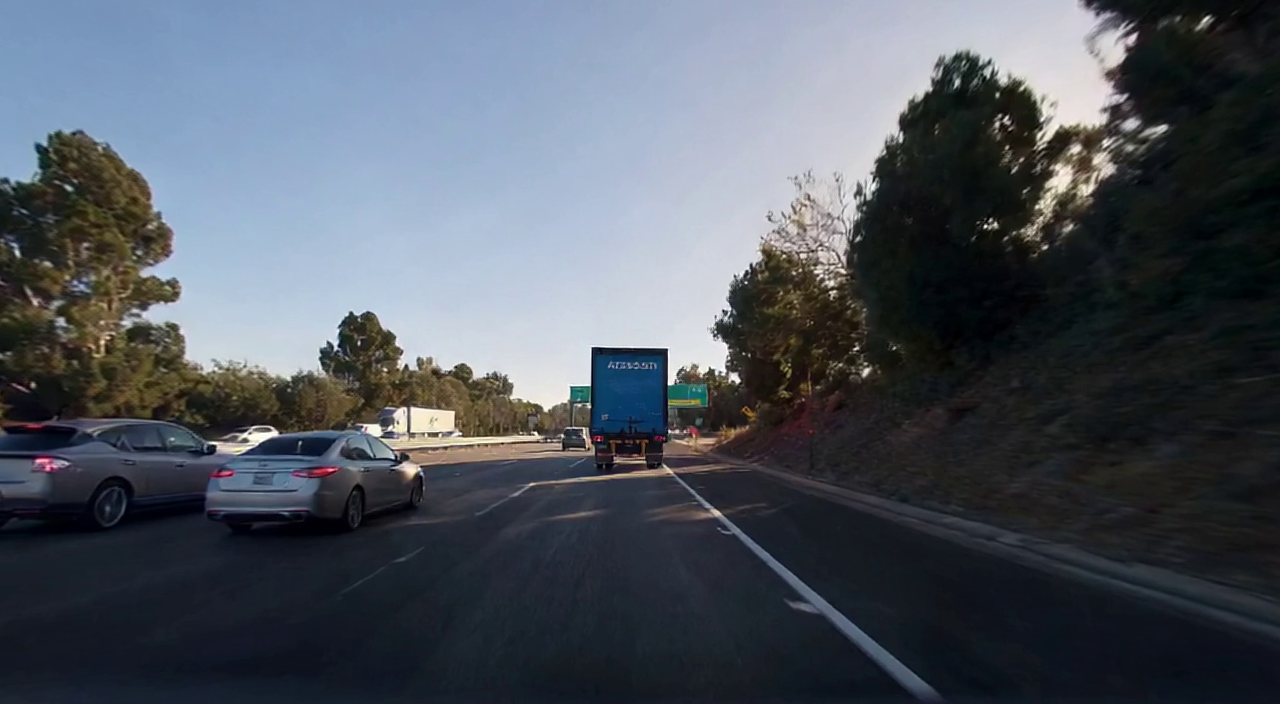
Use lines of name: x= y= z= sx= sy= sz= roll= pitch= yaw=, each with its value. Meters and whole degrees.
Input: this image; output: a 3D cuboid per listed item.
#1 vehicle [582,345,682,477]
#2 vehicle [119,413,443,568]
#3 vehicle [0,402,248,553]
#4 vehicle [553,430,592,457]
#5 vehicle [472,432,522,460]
vehicle: x=-0.329 y=2.532 z=25.036 sx=3.118 sy=4.106 sz=10.719 roll=0 pitch=-8 yaw=-1
vehicle: x=-4.103 y=1.609 z=8.095 sx=1.933 sy=1.492 sz=3.838 roll=0 pitch=-8 yaw=-1
vehicle: x=-7.936 y=1.667 z=9.035 sx=1.990 sy=1.654 sz=4.129 roll=0 pitch=-8 yaw=-1
vehicle: x=-4.334 y=5.951 z=40.988 sx=2.104 sy=1.653 sz=4.302 roll=0 pitch=-8 yaw=0
vehicle: x=-8.398 y=5.568 z=37.393 sx=1.976 sy=1.510 sz=4.604 roll=0 pitch=-8 yaw=-1
